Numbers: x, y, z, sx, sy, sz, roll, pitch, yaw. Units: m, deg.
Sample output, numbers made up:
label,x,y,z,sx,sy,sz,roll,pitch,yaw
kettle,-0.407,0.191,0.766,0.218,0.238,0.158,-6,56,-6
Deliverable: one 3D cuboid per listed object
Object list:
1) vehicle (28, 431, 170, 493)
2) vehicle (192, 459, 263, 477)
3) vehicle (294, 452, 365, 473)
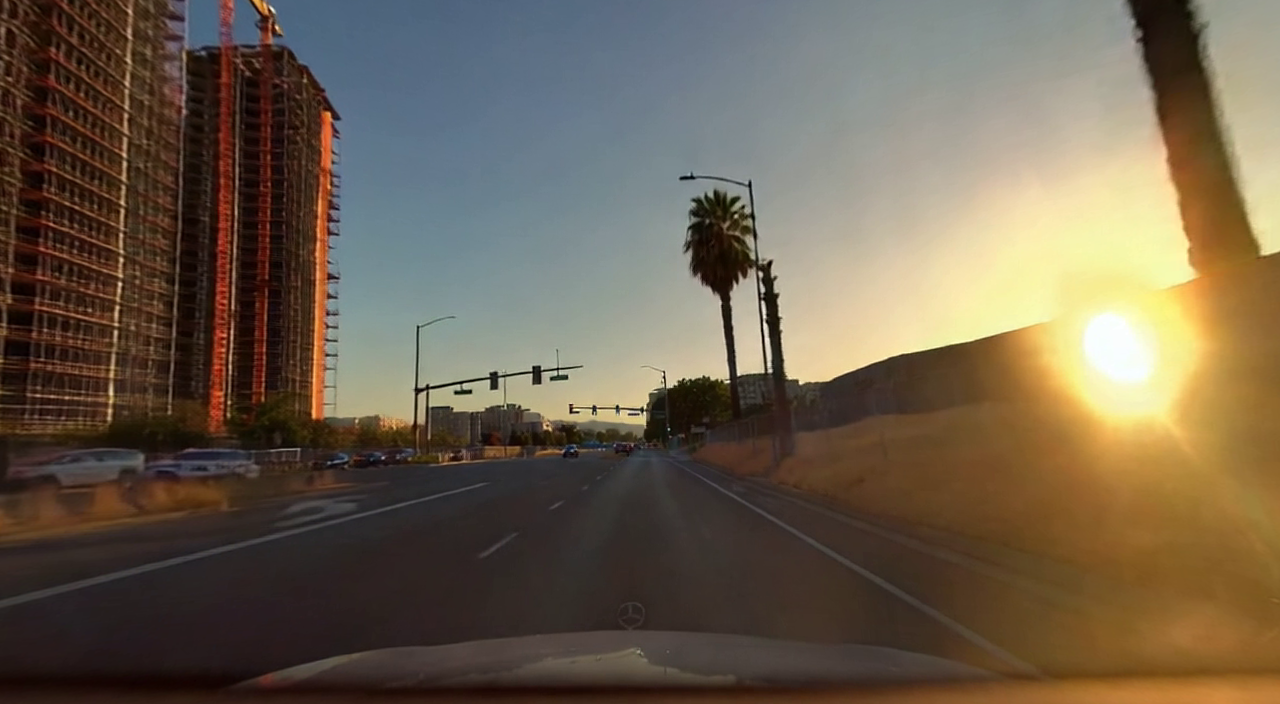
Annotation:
label,x,y,z,sx,sy,sz,roll,pitch,yaw
vehicle,-26.824,5.362,31.227,6.454,2.718,3.175,-5,-10,30
vehicle,-30.133,8.480,46.203,4.101,1.243,1.698,4,-10,-26
vehicle,-24.430,8.692,49.744,1.790,1.484,4.651,-7,-11,40
